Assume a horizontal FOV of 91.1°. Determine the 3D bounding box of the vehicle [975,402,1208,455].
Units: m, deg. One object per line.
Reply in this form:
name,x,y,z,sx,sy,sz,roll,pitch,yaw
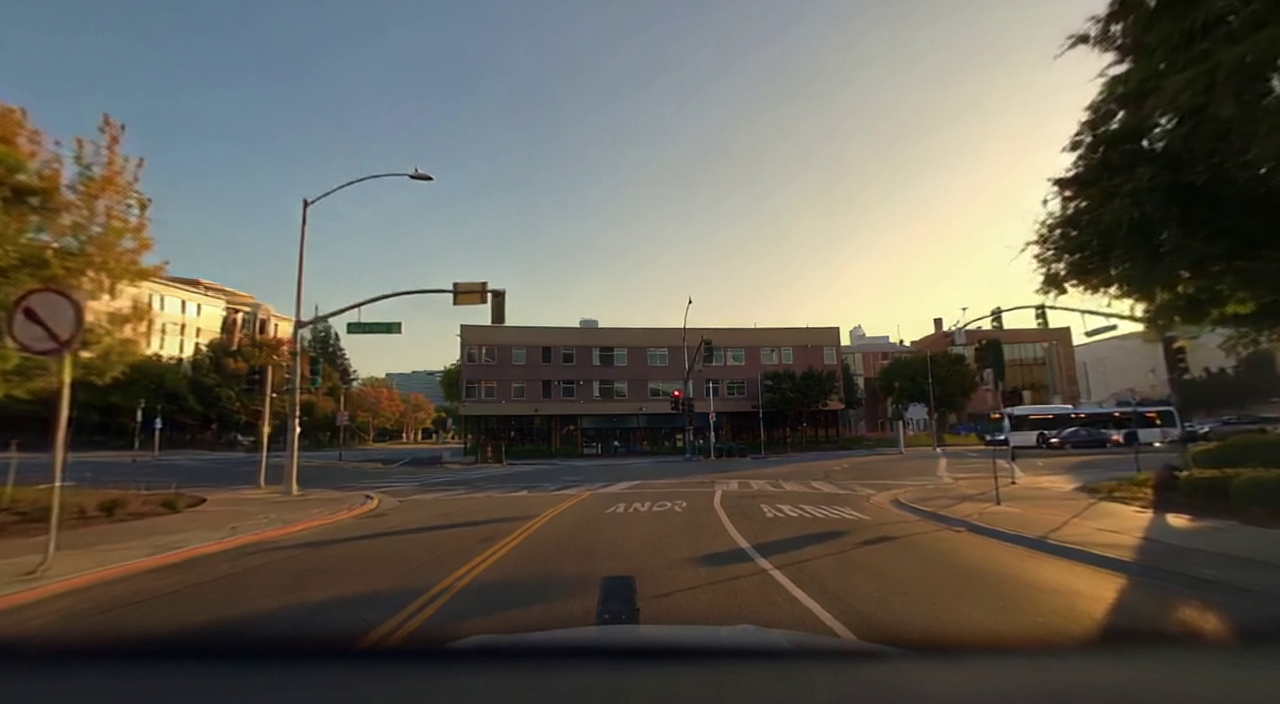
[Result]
vehicle,29.323,5.063,41.206,12.822,3.296,3.033,0,-9,0
